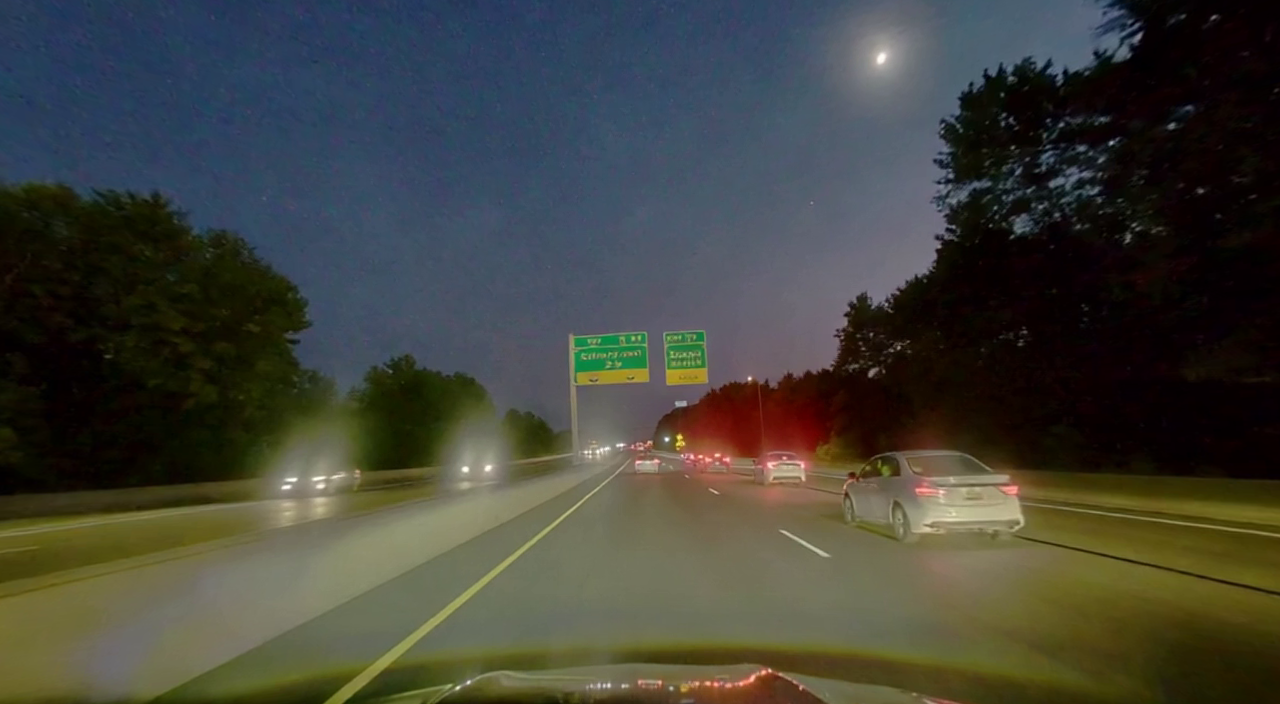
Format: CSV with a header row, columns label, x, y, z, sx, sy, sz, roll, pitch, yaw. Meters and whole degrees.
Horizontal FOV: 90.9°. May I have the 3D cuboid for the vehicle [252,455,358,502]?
label,x,y,z,sx,sy,sz,roll,pitch,yaw
vehicle,-12.356,4.655,23.575,1.805,1.550,3.877,0,-9,0

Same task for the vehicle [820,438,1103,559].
label,x,y,z,sx,sy,sz,roll,pitch,yaw
vehicle,4.570,2.142,9.991,2.007,1.451,4.587,0,-9,-1

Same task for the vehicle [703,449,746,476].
label,x,y,z,sx,sy,sz,roll,pitch,yaw
vehicle,4.929,6.514,37.382,1.952,1.495,3.740,0,-9,-1

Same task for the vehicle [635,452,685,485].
label,x,y,z,sx,sy,sz,roll,pitch,yaw
vehicle,0.838,5.032,27.474,2.012,1.320,3.777,0,-9,1

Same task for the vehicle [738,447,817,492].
label,x,y,z,sx,sy,sz,roll,pitch,yaw
vehicle,4.875,4.222,23.058,1.827,1.462,4.697,0,-9,0
